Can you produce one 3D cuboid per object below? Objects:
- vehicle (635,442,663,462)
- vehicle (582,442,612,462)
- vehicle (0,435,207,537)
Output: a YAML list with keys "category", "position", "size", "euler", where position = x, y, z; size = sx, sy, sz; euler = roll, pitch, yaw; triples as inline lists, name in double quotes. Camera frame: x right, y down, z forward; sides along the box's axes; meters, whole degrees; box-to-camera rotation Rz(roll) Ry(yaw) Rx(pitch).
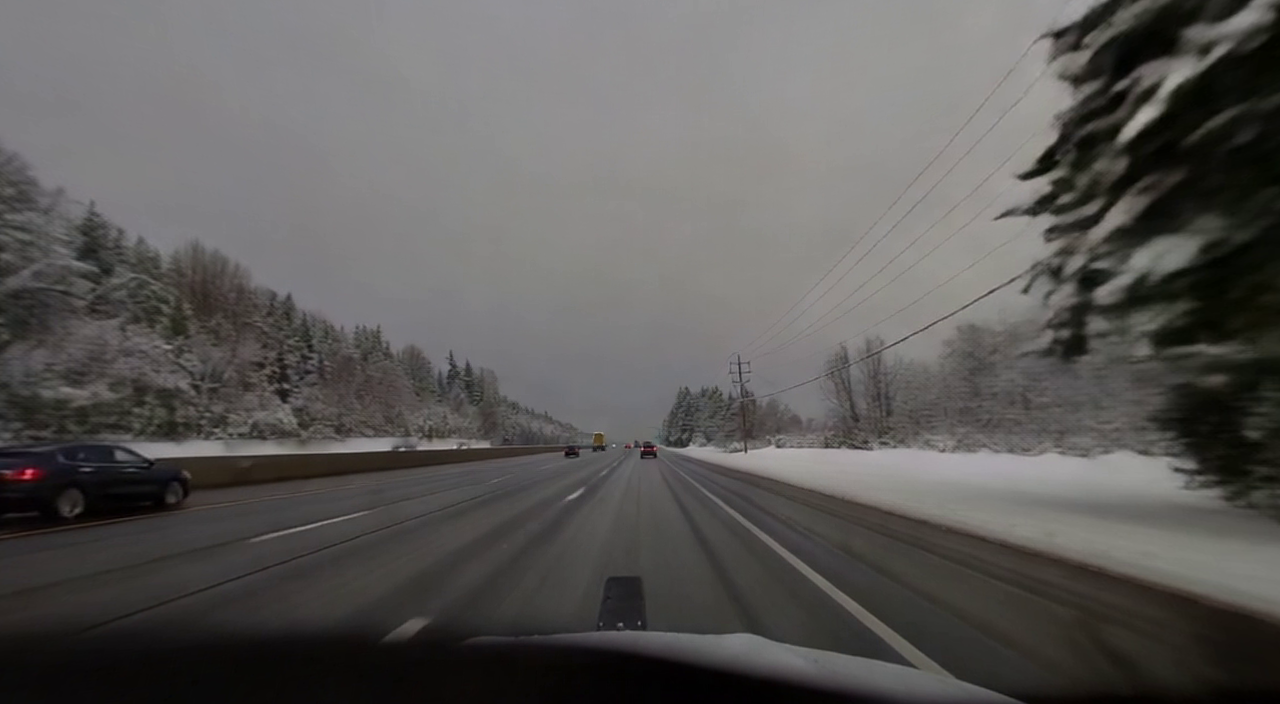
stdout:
- category: "vehicle"
  position: [0.684, 7.888, 49.608]
  size: [2.057, 1.453, 3.926]
  euler: [0, -8, 0]
- category: "vehicle"
  position: [-3.297, 7.769, 48.780]
  size: [2.046, 1.478, 4.111]
  euler: [0, -8, 0]
- category: "vehicle"
  position: [-10.480, 2.280, 11.297]
  size: [1.955, 1.496, 4.732]
  euler: [0, -8, 1]
